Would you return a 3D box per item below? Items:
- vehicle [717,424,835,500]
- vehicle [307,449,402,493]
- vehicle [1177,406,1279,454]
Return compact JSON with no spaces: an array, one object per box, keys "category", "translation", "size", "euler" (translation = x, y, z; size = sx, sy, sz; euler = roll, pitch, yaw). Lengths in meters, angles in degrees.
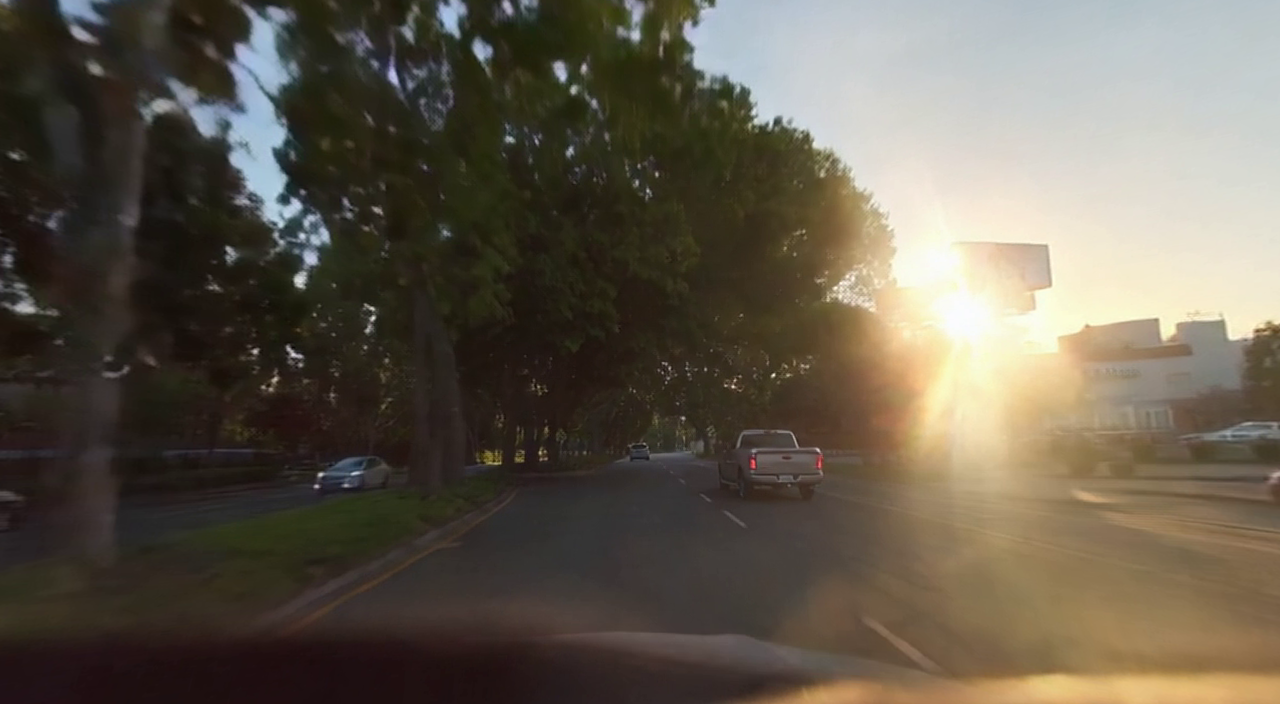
[{"category":"vehicle","translation":[3.667,3.092,18.201],"size":[2.138,1.836,5.245],"euler":[0,-8,-1]},{"category":"vehicle","translation":[-12.865,5.335,28.860],"size":[2.126,1.800,4.925],"euler":[0,-8,-2]},{"category":"vehicle","translation":[41.516,5.342,42.965],"size":[6.771,3.099,3.225],"euler":[0,-9,0]}]
